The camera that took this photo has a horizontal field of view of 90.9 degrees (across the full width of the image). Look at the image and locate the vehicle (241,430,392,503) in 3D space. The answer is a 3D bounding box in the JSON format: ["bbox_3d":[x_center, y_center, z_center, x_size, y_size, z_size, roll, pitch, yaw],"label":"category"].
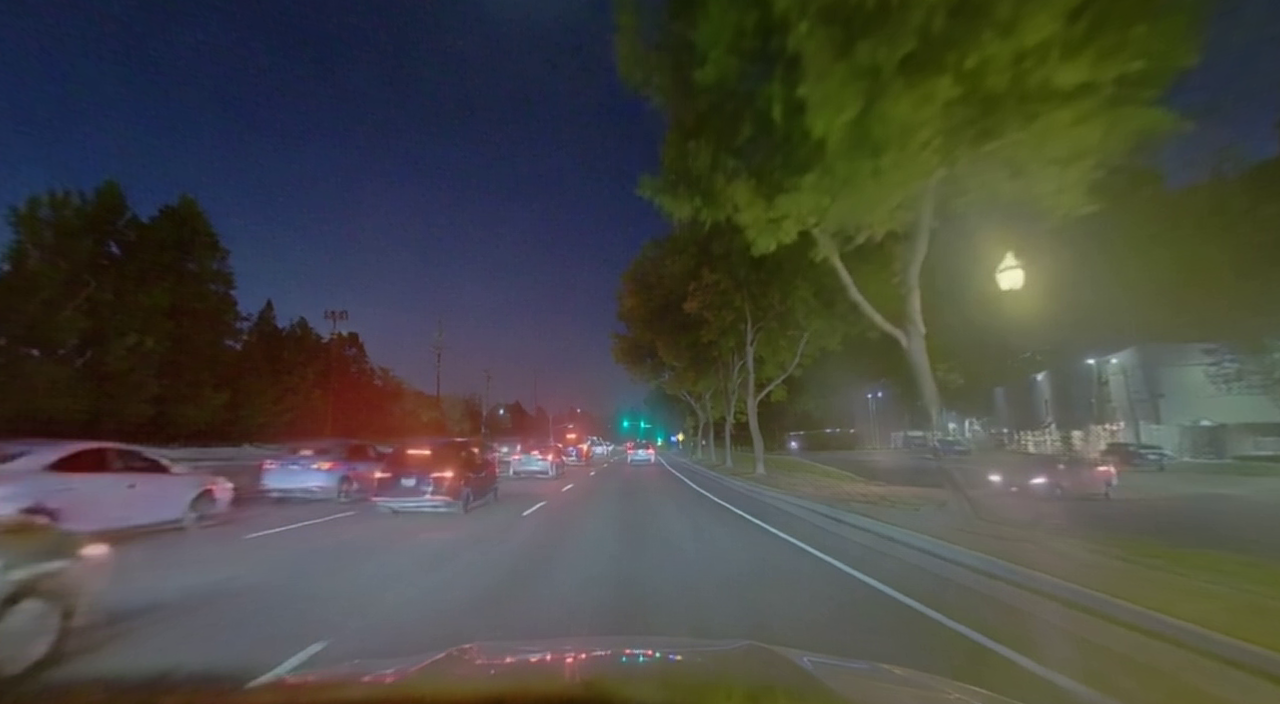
[{"bbox_3d":[-7.771,2.759,15.601,1.766,1.553,3.696,0,-8,0],"label":"vehicle"}]

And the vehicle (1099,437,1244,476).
[{"bbox_3d":[28.145,5.535,33.537,5.741,1.952,2.128,0,-8,-2],"label":"vehicle"}]

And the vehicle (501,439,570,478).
[{"bbox_3d":[-4.143,4.309,25.786,1.975,1.447,4.356,-1,-8,2],"label":"vehicle"}]

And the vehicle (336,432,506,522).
[{"bbox_3d":[-4.198,2.450,12.951,1.871,1.502,4.240,-1,-8,1],"label":"vehicle"}]

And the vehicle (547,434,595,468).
[{"bbox_3d":[-3.779,5.513,35.232,2.130,1.749,4.904,0,-8,0],"label":"vehicle"}]

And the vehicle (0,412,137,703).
[{"bbox_3d":[-4.308,0.867,1.859,1.904,1.496,4.481,-1,-8,1],"label":"vehicle"}]

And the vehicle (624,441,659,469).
[{"bbox_3d":[0.093,5.779,35.676,1.875,1.453,3.888,0,-8,0],"label":"vehicle"}]

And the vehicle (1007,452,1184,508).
[{"bbox_3d":[14.824,4.161,20.717,4.265,1.693,1.902,0,-8,0],"label":"vehicle"}]
